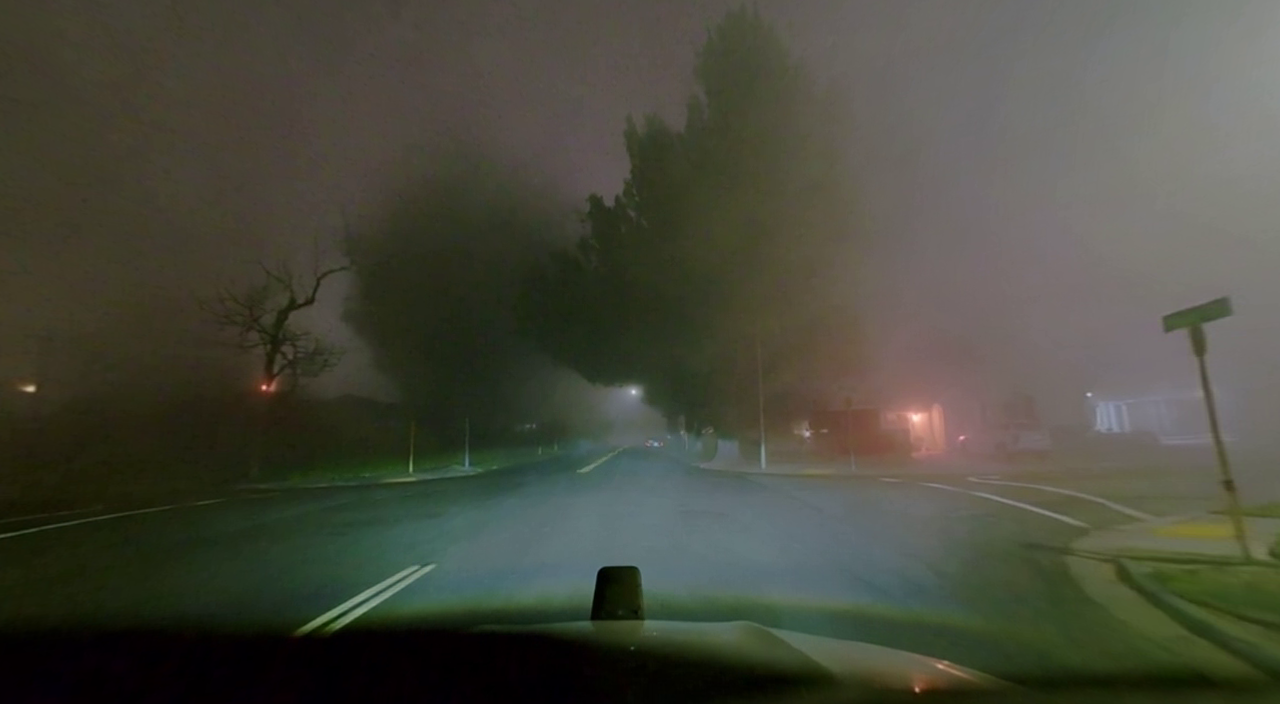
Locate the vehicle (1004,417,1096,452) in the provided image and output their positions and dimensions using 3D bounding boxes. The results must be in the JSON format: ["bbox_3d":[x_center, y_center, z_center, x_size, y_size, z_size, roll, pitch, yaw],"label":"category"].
[{"bbox_3d":[18.873,3.859,29.243,1.803,1.504,4.324,-1,-8,7],"label":"vehicle"}]

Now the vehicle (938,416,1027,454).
[{"bbox_3d":[16.115,3.970,29.911,1.829,1.667,4.437,0,-8,2],"label":"vehicle"}]
